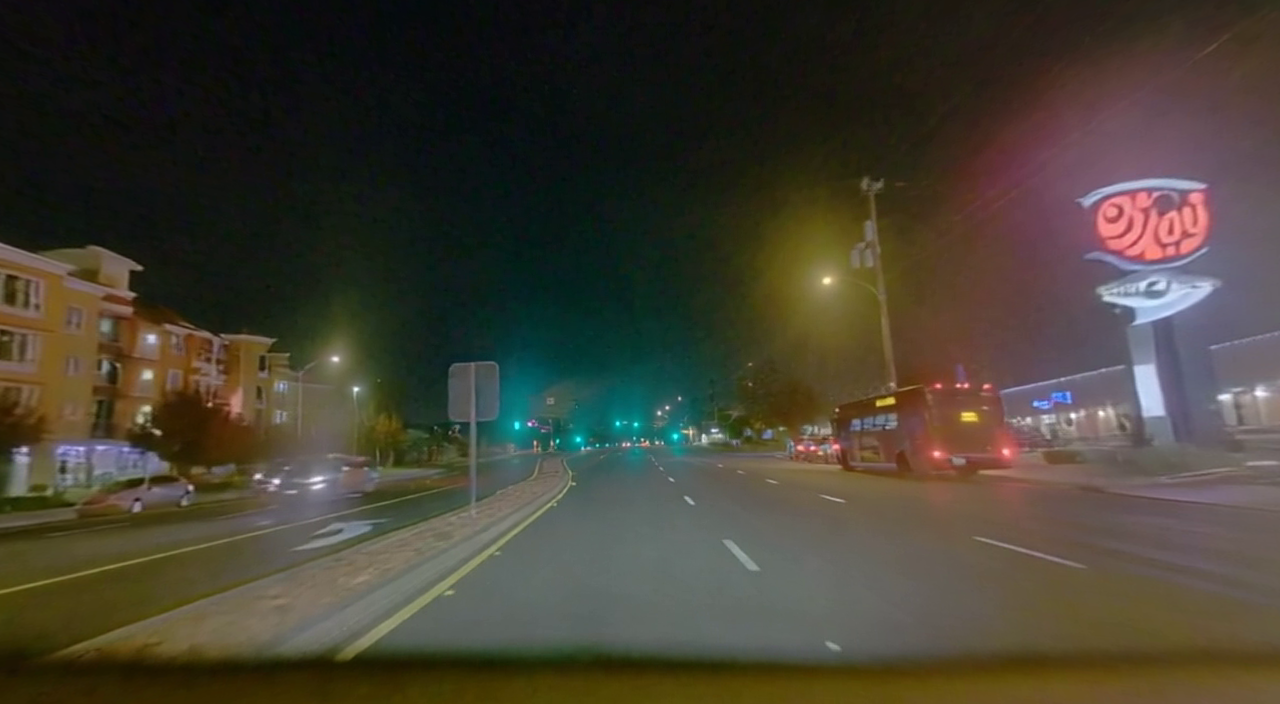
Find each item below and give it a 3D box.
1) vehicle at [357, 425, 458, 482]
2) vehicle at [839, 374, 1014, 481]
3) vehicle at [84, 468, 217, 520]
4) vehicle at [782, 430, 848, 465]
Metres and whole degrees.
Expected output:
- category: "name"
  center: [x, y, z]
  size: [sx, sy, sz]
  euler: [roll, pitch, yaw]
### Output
- category: "vehicle"
  center: [-15.346, 6.831, 42.846]
  size: [3.179, 3.378, 9.825]
  euler: [0, -8, 0]
- category: "vehicle"
  center: [9.773, 2.788, 22.696]
  size: [2.923, 3.249, 6.993]
  euler: [0, -8, 0]
- category: "vehicle"
  center: [-19.581, 5.655, 25.585]
  size: [1.984, 1.578, 4.507]
  euler: [-4, -8, -2]
- category: "vehicle"
  center: [9.689, 5.350, 35.466]
  size: [2.147, 1.781, 5.063]
  euler: [0, -8, -1]
